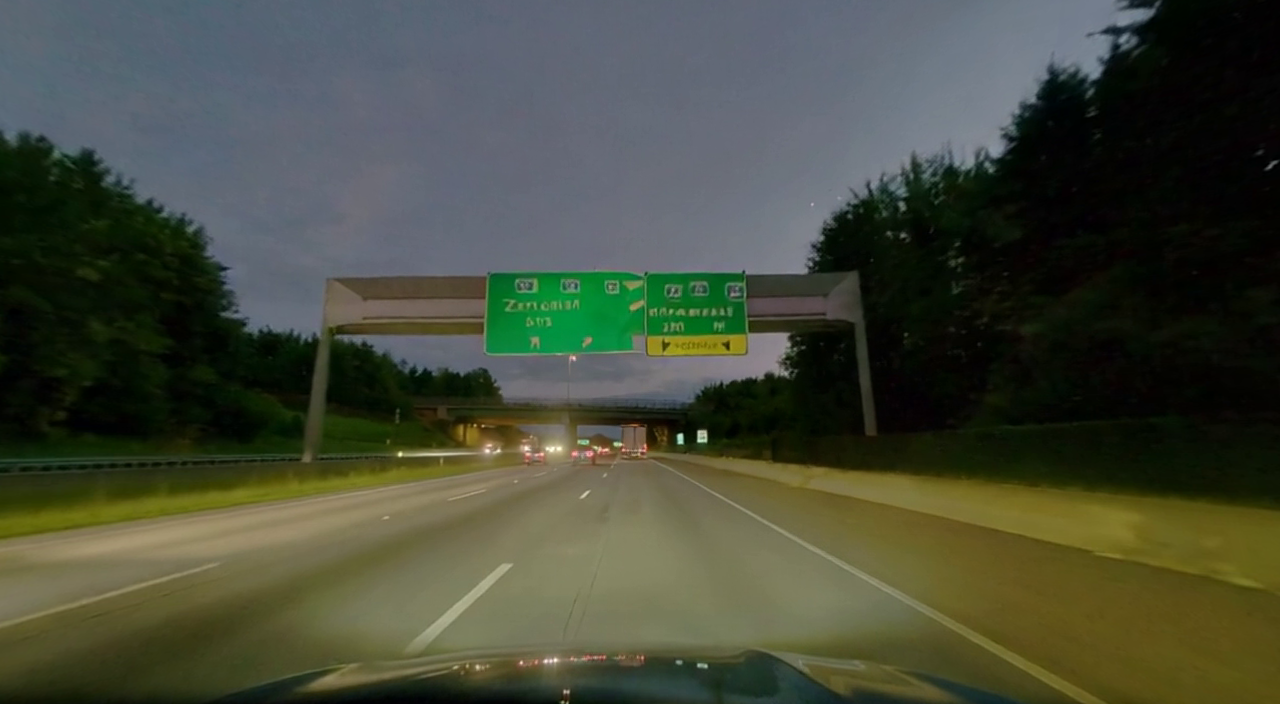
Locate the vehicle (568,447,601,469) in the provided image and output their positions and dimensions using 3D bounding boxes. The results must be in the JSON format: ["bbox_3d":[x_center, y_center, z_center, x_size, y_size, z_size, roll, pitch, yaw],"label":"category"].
[{"bbox_3d":[-3.886,7.459,44.719,2.073,1.472,4.091,0,-9,-1],"label":"vehicle"}]

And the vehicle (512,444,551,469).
[{"bbox_3d":[-7.498,7.253,44.091,2.014,1.633,4.090,0,-9,-1],"label":"vehicle"}]
